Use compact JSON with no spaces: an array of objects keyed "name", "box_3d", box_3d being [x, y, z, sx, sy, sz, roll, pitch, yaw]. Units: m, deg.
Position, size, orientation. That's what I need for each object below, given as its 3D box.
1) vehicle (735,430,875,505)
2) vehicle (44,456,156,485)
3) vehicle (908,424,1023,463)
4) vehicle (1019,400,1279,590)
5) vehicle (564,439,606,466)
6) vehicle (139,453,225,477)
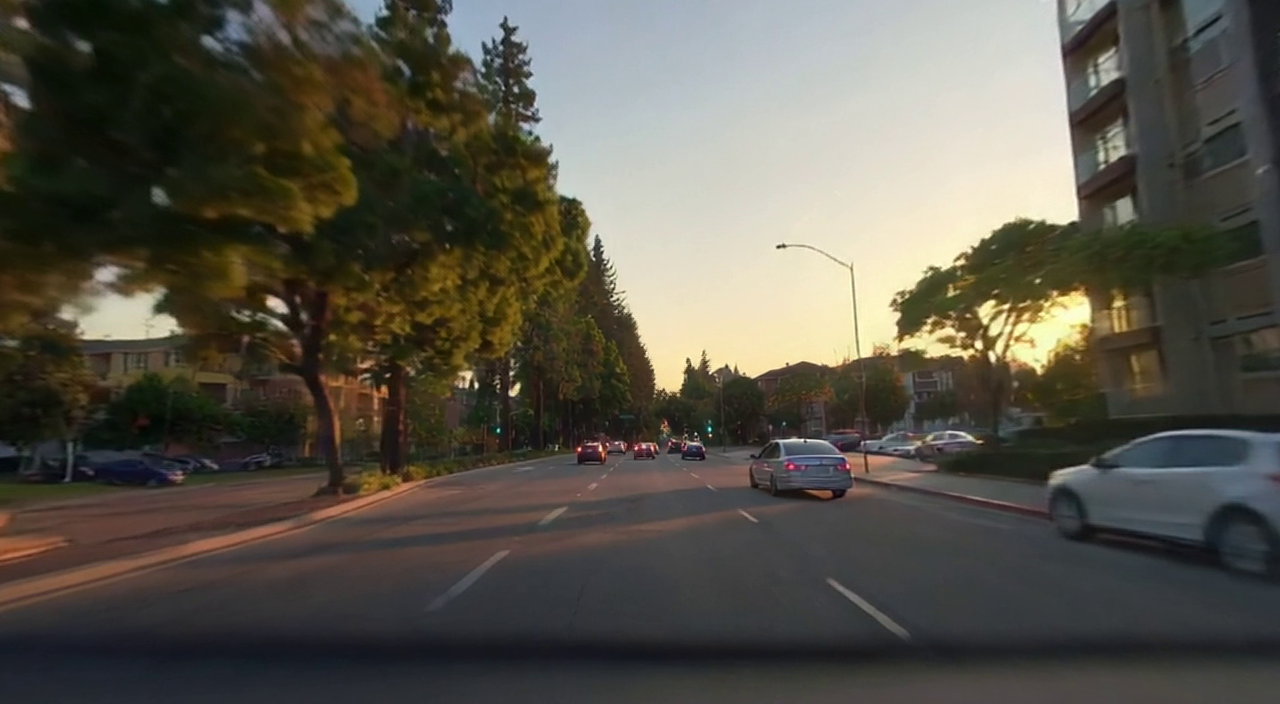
[{"name":"vehicle","box_3d":[3.689,2.693,15.072,2.128,1.502,4.572,0,-9,0]},{"name":"vehicle","box_3d":[-30.516,6.666,35.703,2.058,1.461,4.498,-9,-12,44]},{"name":"vehicle","box_3d":[15.790,4.469,30.764,4.410,1.795,2.078,0,-9,-1]},{"name":"vehicle","box_3d":[6.946,1.541,7.310,2.121,1.727,4.789,0,-9,1]},{"name":"vehicle","box_3d":[-3.236,6.079,38.142,2.049,1.485,4.656,0,-9,1]},{"name":"vehicle","box_3d":[-31.036,7.652,42.797,2.067,1.497,4.306,-8,-12,42]}]
